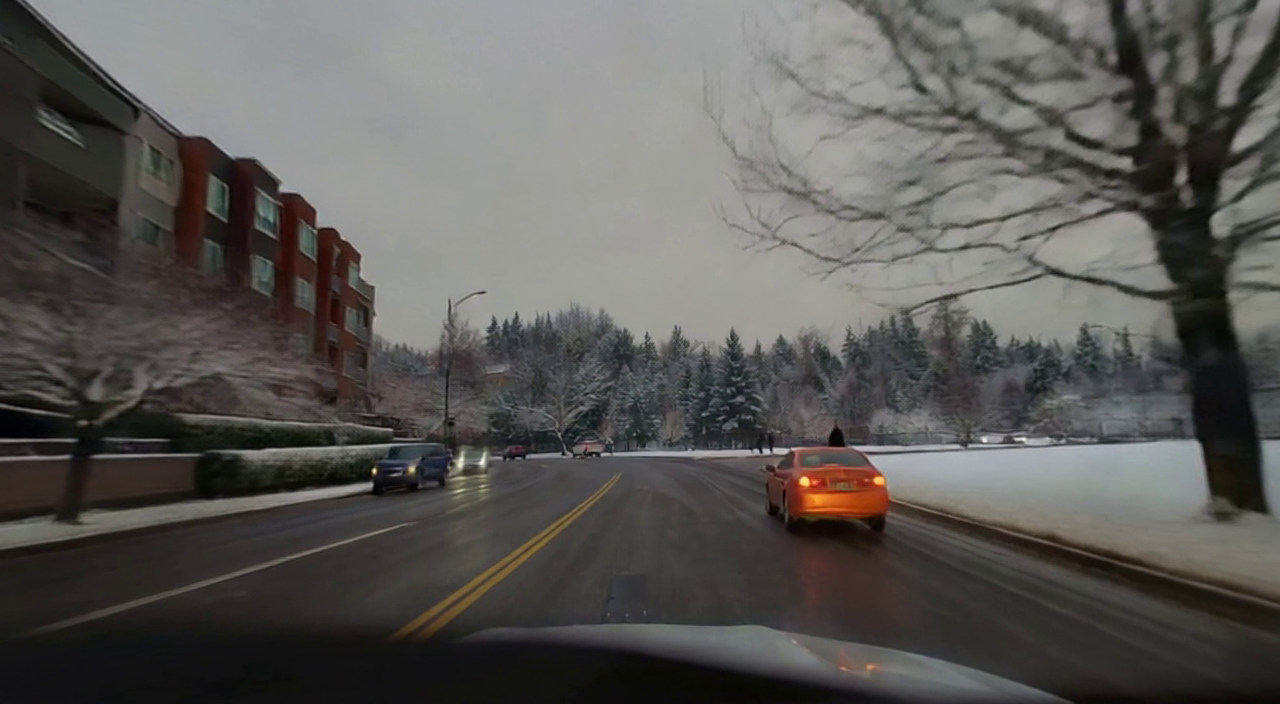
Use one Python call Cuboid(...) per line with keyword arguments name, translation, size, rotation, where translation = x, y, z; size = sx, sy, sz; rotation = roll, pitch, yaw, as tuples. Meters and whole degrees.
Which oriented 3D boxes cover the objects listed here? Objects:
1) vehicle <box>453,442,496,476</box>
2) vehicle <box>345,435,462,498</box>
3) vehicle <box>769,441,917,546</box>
Cuboid(name="vehicle", translation=(-9.237, 5.936, 35.386), size=(1.994, 1.697, 4.436), rotation=(1, -8, -11))
Cuboid(name="vehicle", translation=(-8.640, 4.202, 23.586), size=(2.347, 1.846, 4.915), rotation=(-6, -9, 1))
Cuboid(name="vehicle", translation=(2.928, 2.071, 9.576), size=(1.559, 1.351, 2.452), rotation=(-1, -10, 4))
